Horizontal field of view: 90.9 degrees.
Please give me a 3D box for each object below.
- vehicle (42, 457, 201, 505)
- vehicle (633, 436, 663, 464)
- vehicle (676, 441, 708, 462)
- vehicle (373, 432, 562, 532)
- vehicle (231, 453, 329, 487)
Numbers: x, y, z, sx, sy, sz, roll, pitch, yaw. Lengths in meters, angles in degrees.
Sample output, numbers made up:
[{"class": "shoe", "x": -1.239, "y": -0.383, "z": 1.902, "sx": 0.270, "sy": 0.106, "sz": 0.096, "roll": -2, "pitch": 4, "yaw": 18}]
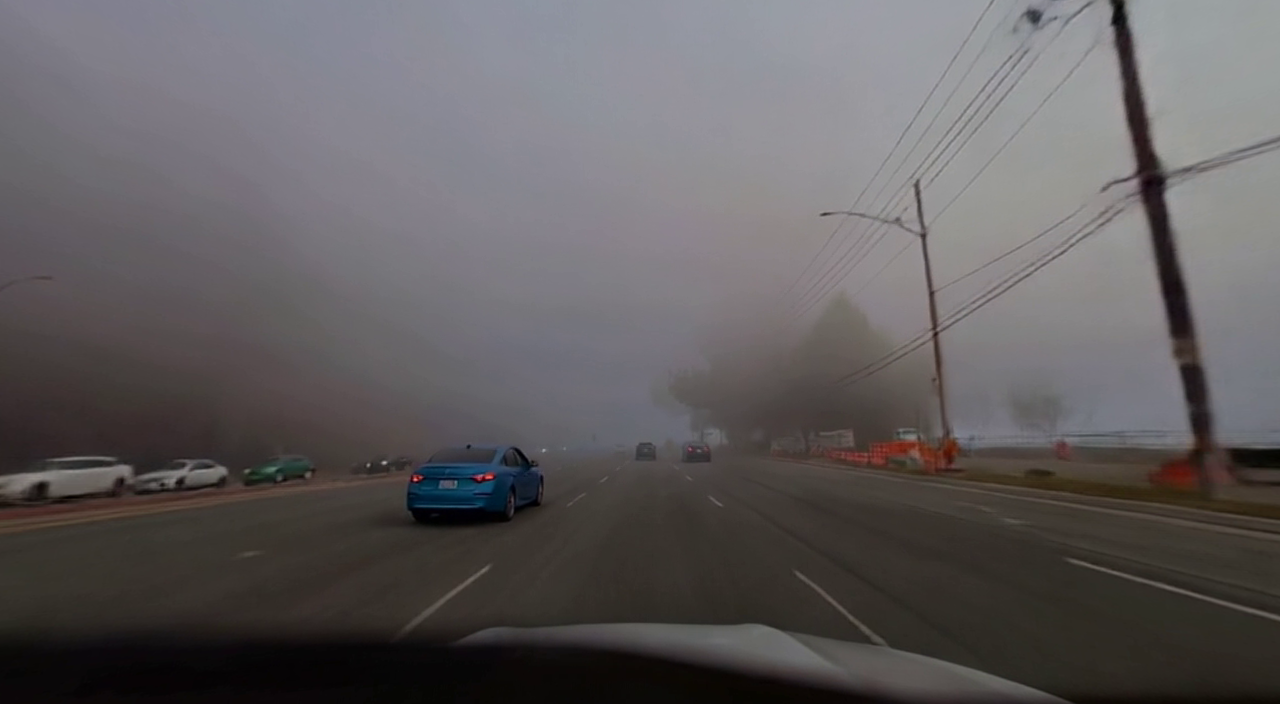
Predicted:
[{"class": "vehicle", "x": -18.553, "y": 4.601, "z": 22.928, "sx": 1.979, "sy": 1.470, "sz": 4.571, "roll": 0, "pitch": -9, "yaw": -1}, {"class": "vehicle", "x": 0.528, "y": 6.906, "z": 44.662, "sx": 2.060, "sy": 1.845, "sz": 4.151, "roll": 0, "pitch": -9, "yaw": 0}, {"class": "vehicle", "x": 3.981, "y": 7.694, "z": 48.802, "sx": 2.142, "sy": 1.475, "sz": 4.565, "roll": 0, "pitch": -9, "yaw": 0}, {"class": "vehicle", "x": -2.899, "y": 2.329, "z": 11.940, "sx": 2.087, "sy": 1.480, "sz": 4.825, "roll": 0, "pitch": -9, "yaw": 2}, {"class": "vehicle", "x": -17.750, "y": 5.806, "z": 31.381, "sx": 1.945, "sy": 1.511, "sz": 4.458, "roll": -1, "pitch": -9, "yaw": 5}]
